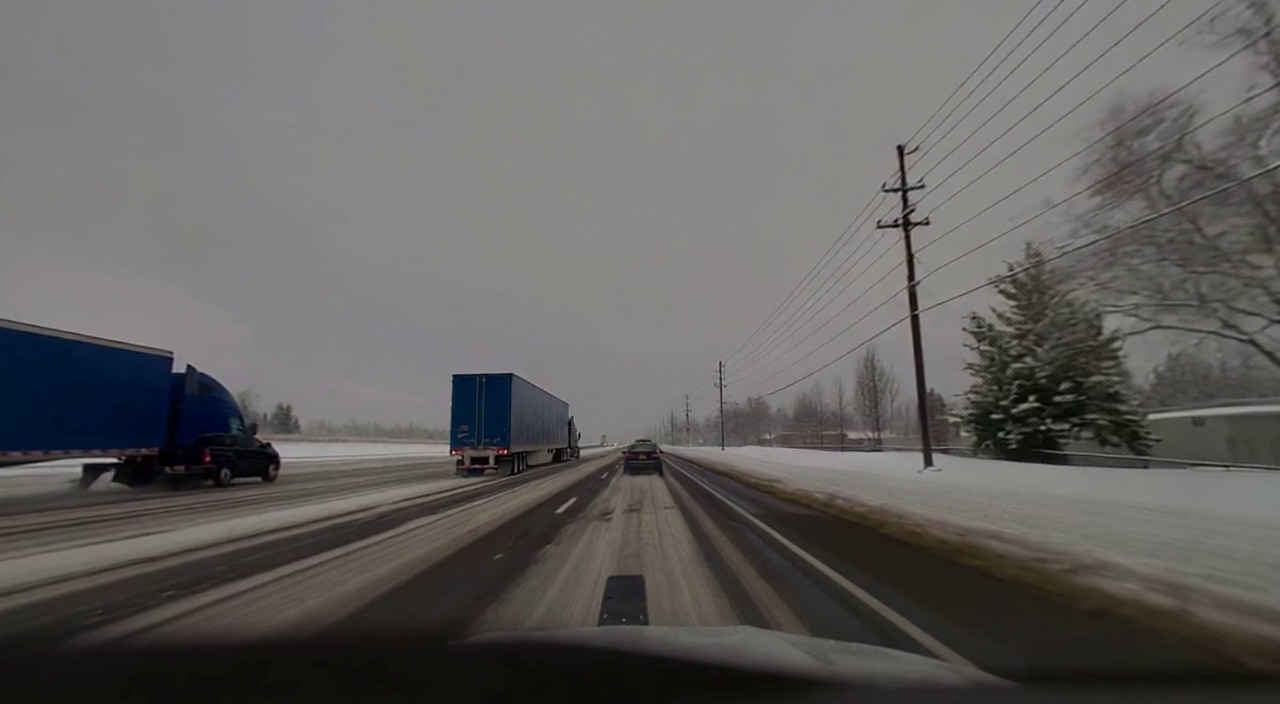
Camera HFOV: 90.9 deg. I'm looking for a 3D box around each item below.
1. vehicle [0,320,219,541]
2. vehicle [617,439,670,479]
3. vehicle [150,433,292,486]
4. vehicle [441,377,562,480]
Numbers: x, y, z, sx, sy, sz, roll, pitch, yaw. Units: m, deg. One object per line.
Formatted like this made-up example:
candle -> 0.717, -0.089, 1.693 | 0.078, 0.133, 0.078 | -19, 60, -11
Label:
vehicle -> -10.651, 1.090, 8.813 | 2.896, 3.140, 9.491 | 0, -9, 1
vehicle -> 0.141, 4.519, 26.894 | 2.055, 1.514, 4.323 | 0, -9, 0
vehicle -> -14.704, 3.776, 22.502 | 1.938, 1.679, 4.469 | 0, -9, 0
vehicle -> -6.439, 4.164, 32.776 | 2.907, 4.081, 15.311 | 0, -9, 0
